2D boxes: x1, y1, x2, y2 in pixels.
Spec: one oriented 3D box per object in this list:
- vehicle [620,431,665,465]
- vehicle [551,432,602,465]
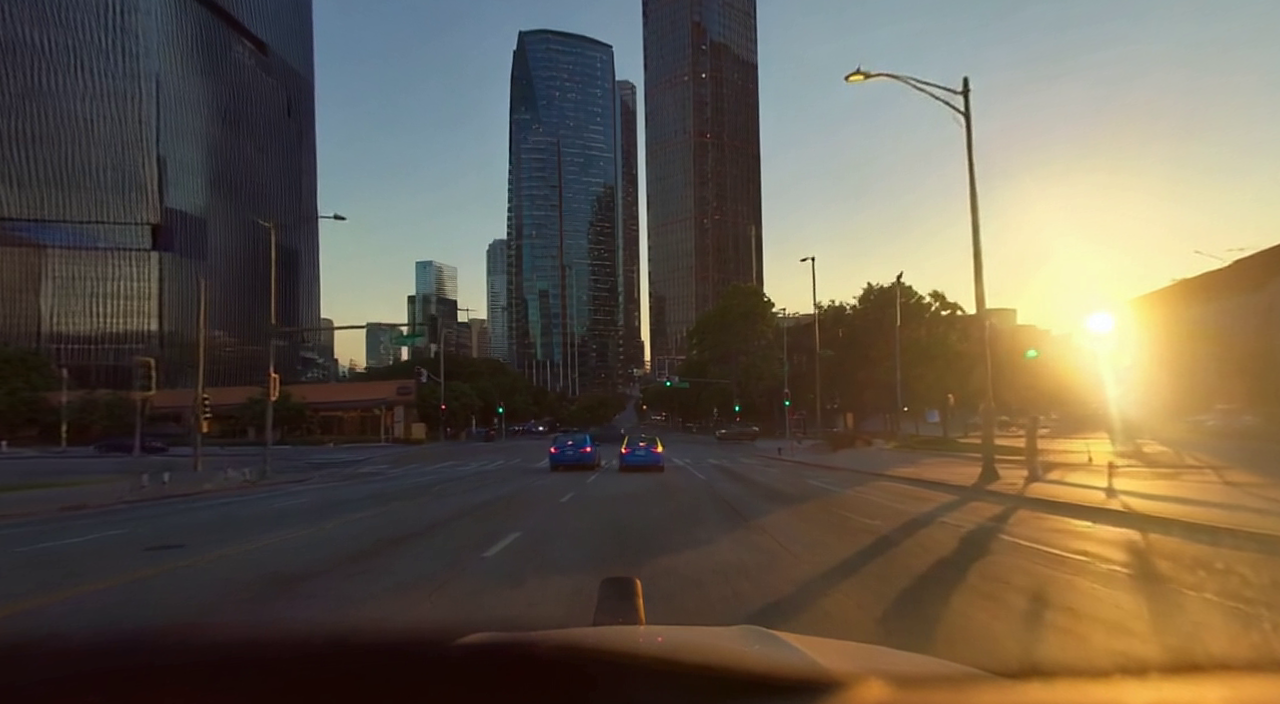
[{"bbox_3d":[0.128,4.563,30.244,2.016,1.478,3.795,0,-8,0],"label":"vehicle"},{"bbox_3d":[-3.066,4.747,31.329,1.995,1.479,4.627,0,-8,1],"label":"vehicle"}]
